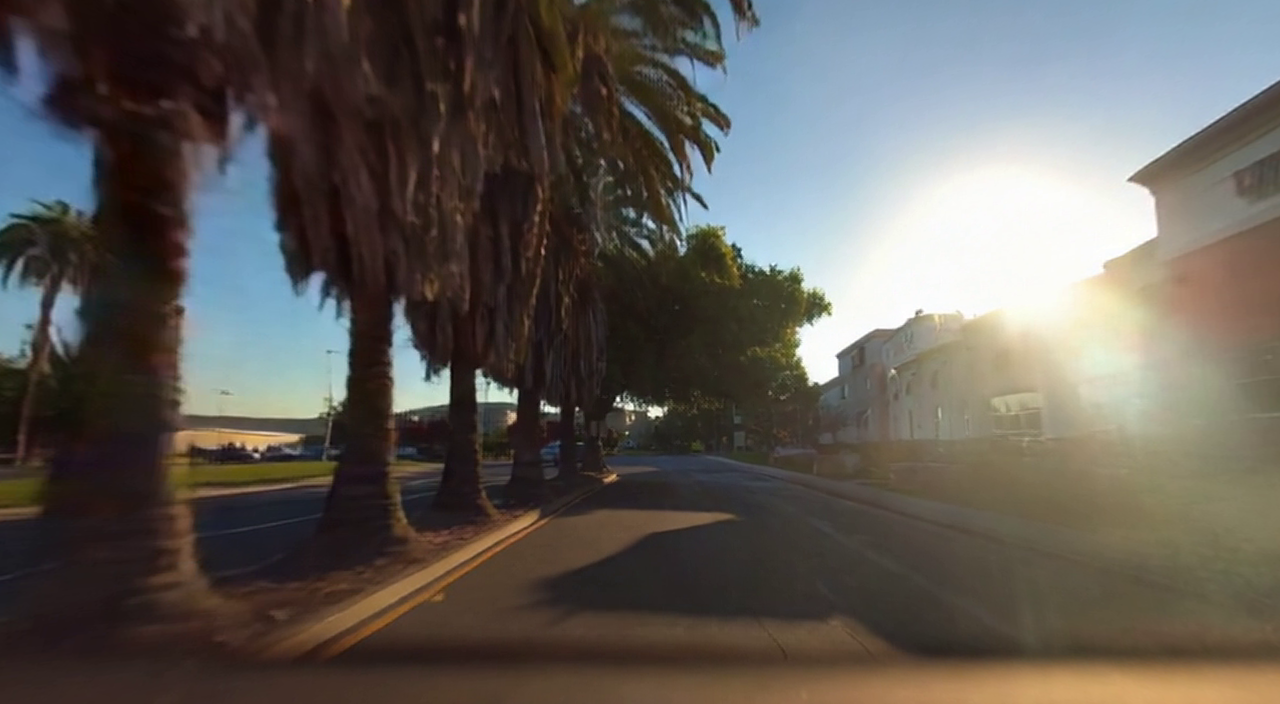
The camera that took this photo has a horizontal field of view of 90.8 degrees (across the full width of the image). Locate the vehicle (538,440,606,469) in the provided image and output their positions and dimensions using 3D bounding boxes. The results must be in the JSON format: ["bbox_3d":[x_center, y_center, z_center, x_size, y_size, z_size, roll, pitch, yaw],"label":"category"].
[{"bbox_3d":[-4.749,7.028,43.649,4.651,1.863,2.174,-8,-12,43],"label":"vehicle"}]
